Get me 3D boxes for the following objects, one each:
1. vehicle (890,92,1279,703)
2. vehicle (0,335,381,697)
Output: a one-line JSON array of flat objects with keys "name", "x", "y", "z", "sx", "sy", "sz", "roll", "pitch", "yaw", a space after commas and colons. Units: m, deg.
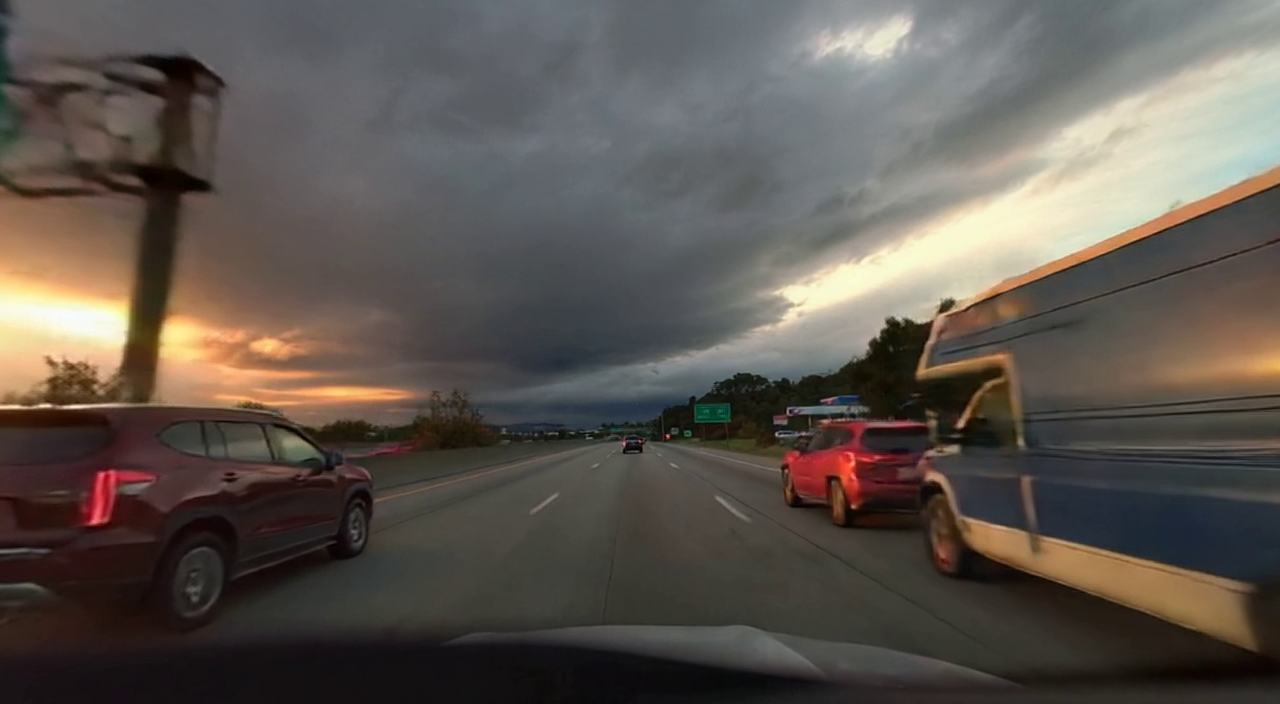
[{"name": "vehicle", "x": 3.851, "y": 0.401, "z": 3.332, "sx": 2.590, "sy": 2.680, "sz": 5.445, "roll": 0, "pitch": -8, "yaw": -2}, {"name": "vehicle", "x": -4.113, "y": 1.074, "z": 5.229, "sx": 2.061, "sy": 1.732, "sz": 4.457, "roll": 0, "pitch": -8, "yaw": -1}]
